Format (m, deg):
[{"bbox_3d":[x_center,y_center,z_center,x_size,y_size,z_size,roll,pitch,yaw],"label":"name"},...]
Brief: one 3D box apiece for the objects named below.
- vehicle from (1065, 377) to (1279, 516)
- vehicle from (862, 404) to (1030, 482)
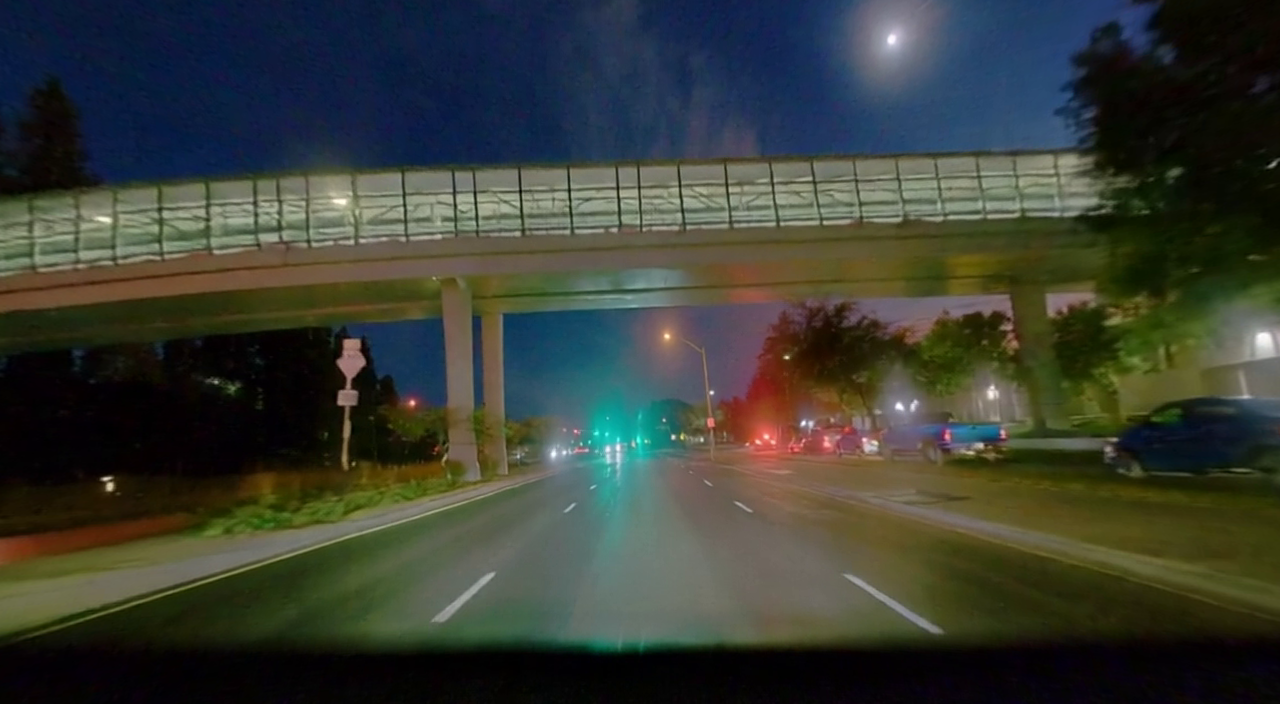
[{"bbox_3d":[10.249,1.516,10.752,2.138,1.805,5.011,-11,-8,-1],"label":"vehicle"},{"bbox_3d":[10.381,3.213,22.215,2.445,2.272,6.461,-1,-8,-2],"label":"vehicle"}]
